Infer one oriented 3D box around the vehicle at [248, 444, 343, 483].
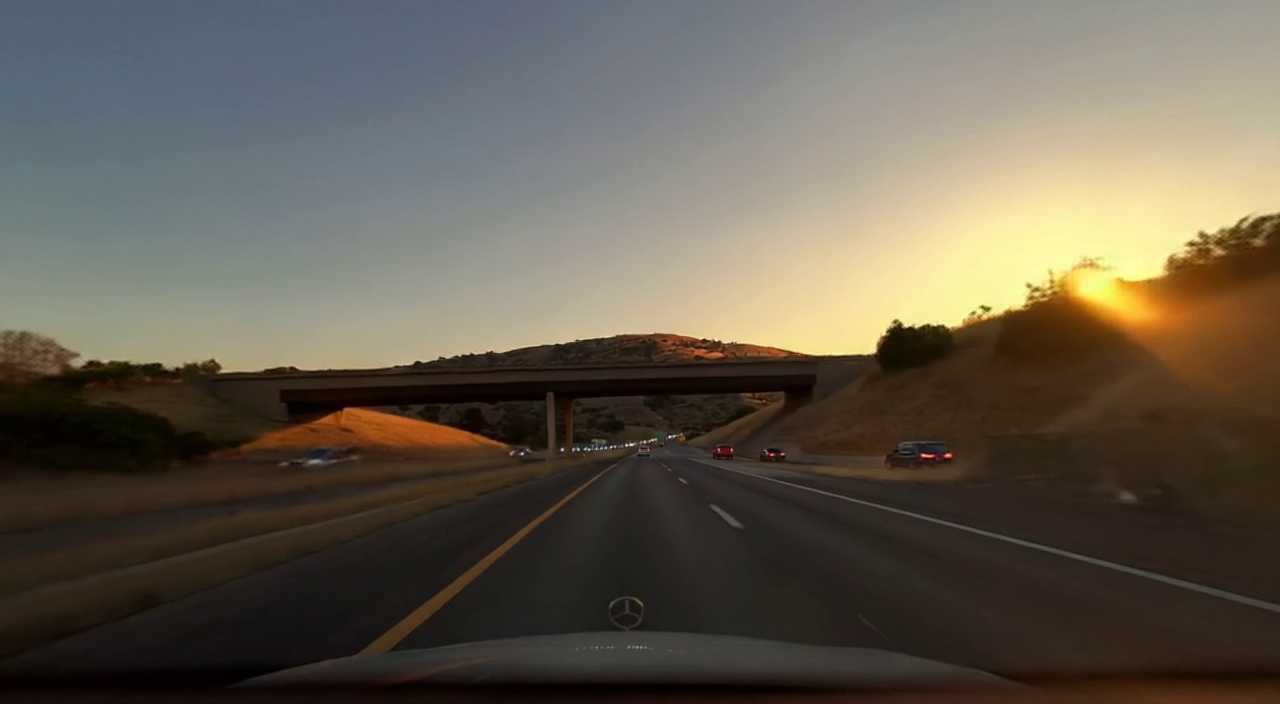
[{"bbox_3d":[-17.148,5.538,31.604,2.051,1.756,4.755,0,-8,0],"label":"vehicle"}]
